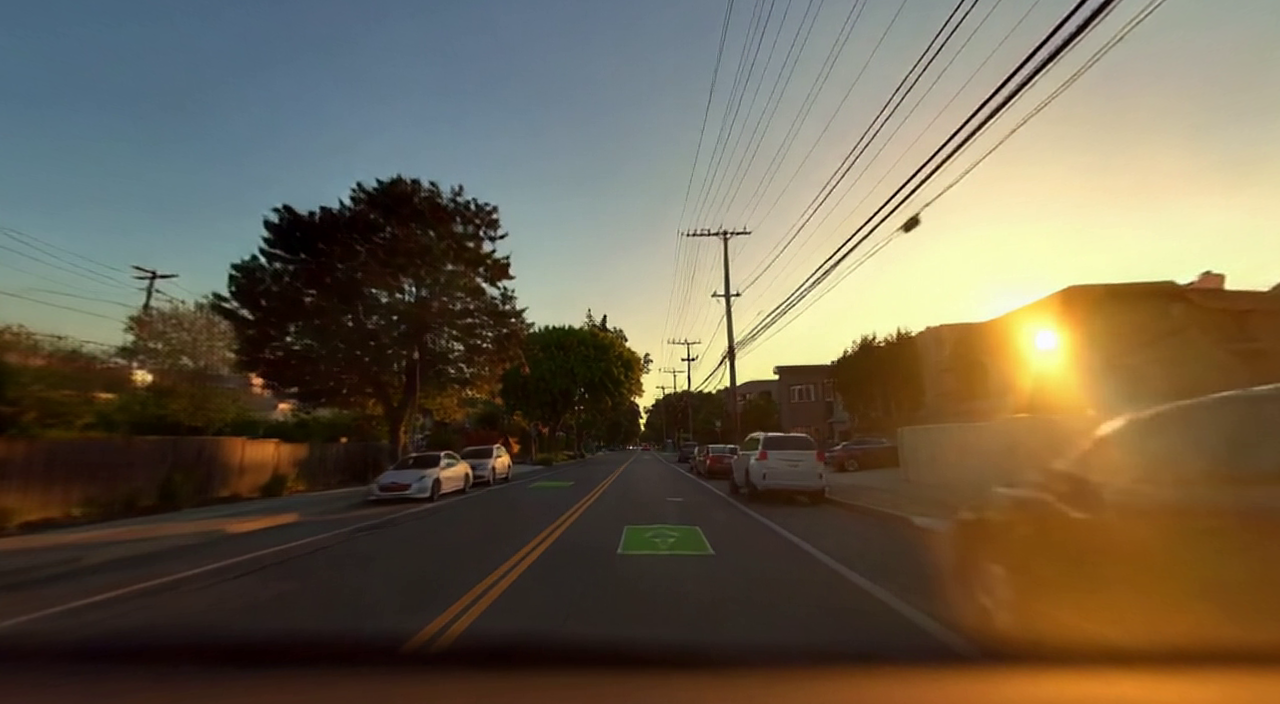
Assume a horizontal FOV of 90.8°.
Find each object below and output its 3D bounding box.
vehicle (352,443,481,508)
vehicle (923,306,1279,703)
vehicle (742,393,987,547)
[{"bbox_3d":[-6.442,3.583,18.909,2.084,1.573,4.599,-2,-7,2],"label":"vehicle"},{"bbox_3d":[3.392,0.819,2.674,2.142,1.840,4.771,0,-8,0],"label":"vehicle"},{"bbox_3d":[3.480,2.007,11.387,2.407,2.069,5.577,0,-8,1],"label":"vehicle"}]
